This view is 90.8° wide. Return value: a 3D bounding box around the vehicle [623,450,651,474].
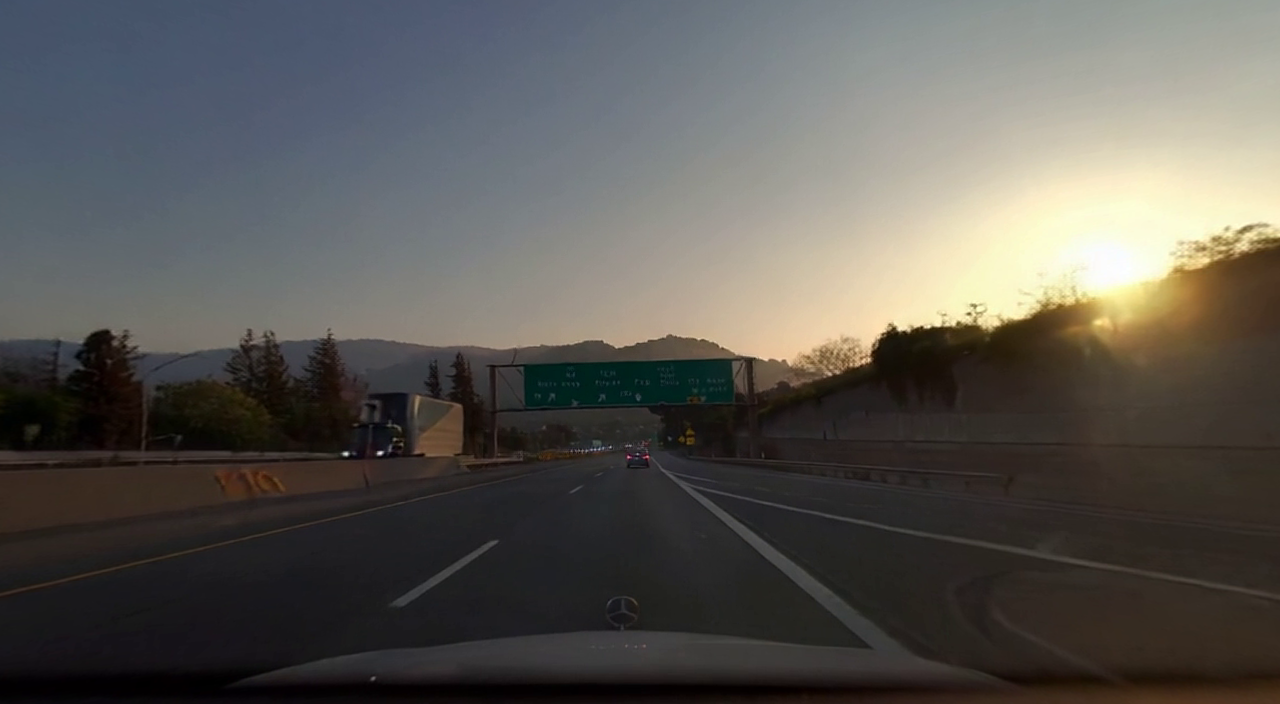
[{"bbox_3d":[-0.174,6.949,39.894,1.695,1.437,3.506,0,-9,1],"label":"vehicle"}]
